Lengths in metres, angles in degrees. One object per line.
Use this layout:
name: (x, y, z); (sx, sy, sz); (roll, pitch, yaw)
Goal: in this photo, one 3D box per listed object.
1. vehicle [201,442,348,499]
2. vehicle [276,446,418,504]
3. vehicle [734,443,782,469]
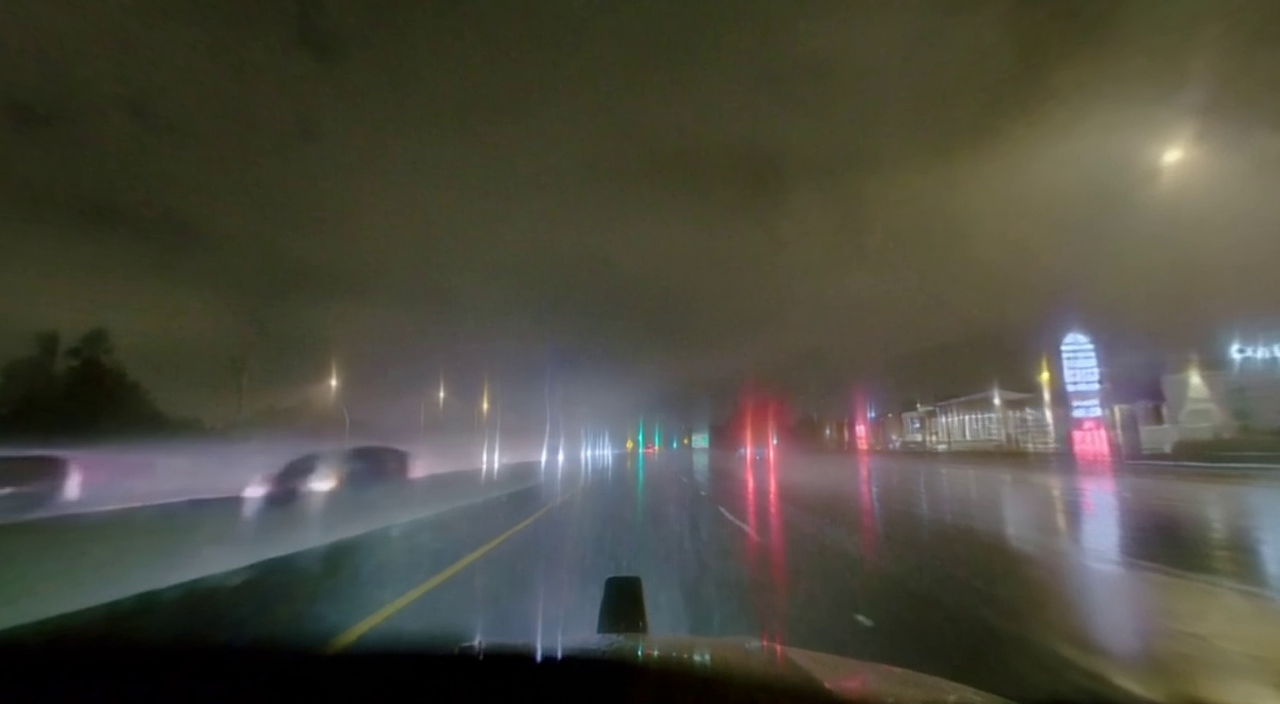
vehicle: (-12.383, 4.003, 21.749); (2.058, 1.748, 4.841); (0, -8, 2)
vehicle: (-8.595, 3.610, 18.983); (1.942, 1.483, 4.649); (0, -8, 2)
vehicle: (7.496, 6.669, 40.537); (2.079, 1.518, 5.032); (0, -8, -1)
